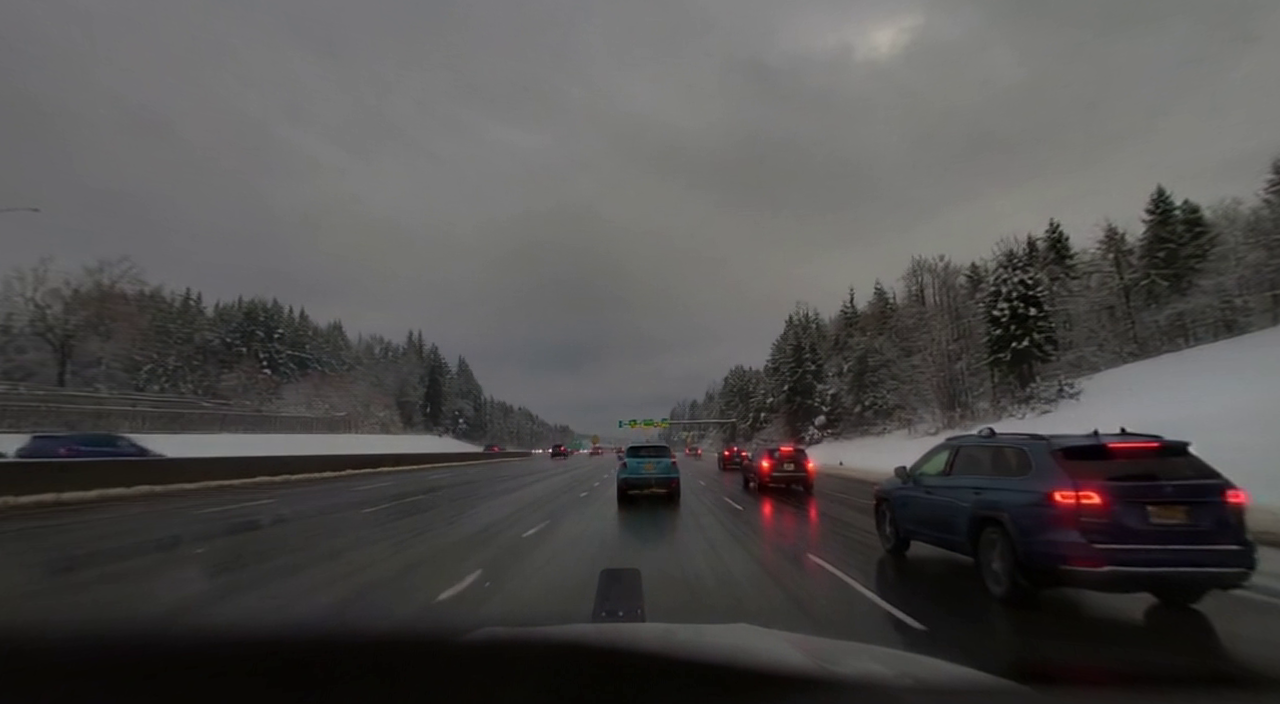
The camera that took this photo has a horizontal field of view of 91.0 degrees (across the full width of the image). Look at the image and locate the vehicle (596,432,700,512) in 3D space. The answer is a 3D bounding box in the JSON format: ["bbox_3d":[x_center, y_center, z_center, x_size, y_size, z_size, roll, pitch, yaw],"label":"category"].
[{"bbox_3d":[0.166,2.661,14.378,2.044,1.554,3.824,0,-9,0],"label":"vehicle"}]

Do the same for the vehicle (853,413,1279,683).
[{"bbox_3d":[3.723,1.434,5.794,1.979,1.504,4.377,0,-9,0],"label":"vehicle"}]

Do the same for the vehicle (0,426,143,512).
[{"bbox_3d":[-14.028,2.553,13.983,2.104,1.728,4.679,0,-9,0],"label":"vehicle"}]

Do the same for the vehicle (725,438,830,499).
[{"bbox_3d":[3.746,3.251,17.934,2.044,1.523,3.947,0,-9,-1],"label":"vehicle"}]
